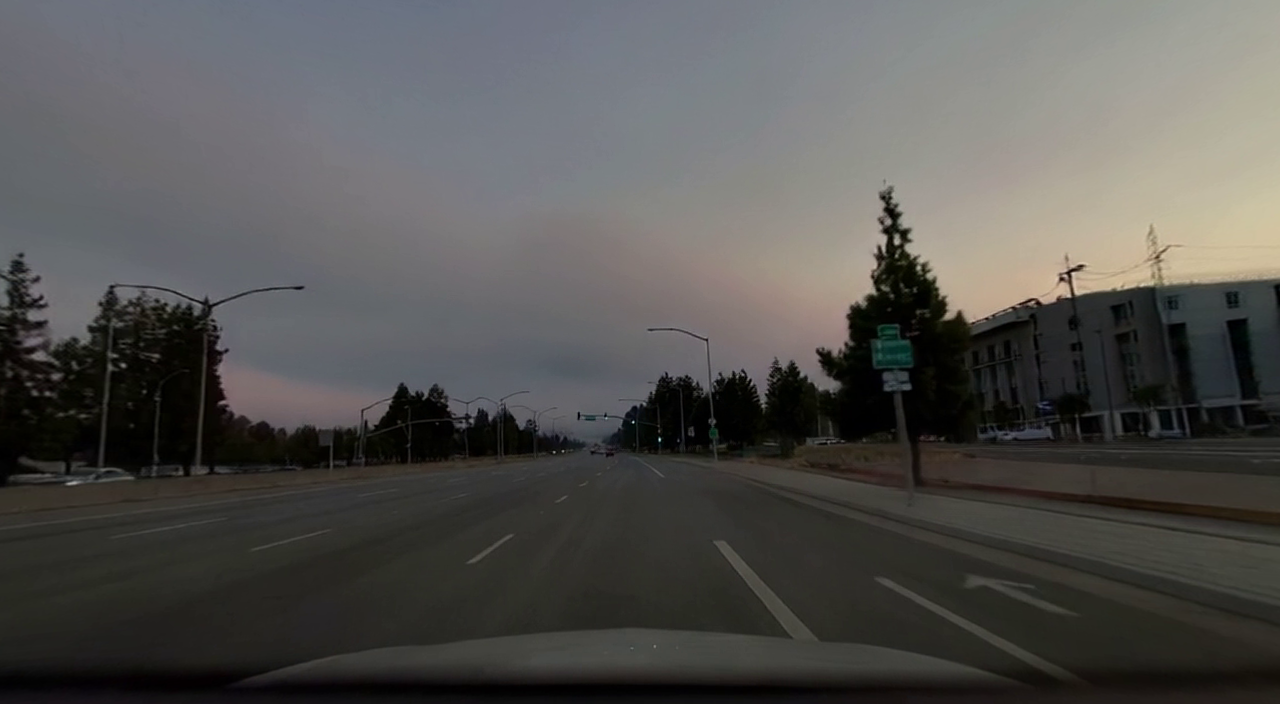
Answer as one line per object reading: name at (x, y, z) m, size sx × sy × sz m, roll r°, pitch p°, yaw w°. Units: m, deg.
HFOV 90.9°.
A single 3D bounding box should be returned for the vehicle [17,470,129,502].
vehicle at (-32.299, 7.648, 36.151) m, size 2.013 × 1.496 × 4.799 m, roll 0°, pitch -9°, yaw 0°
